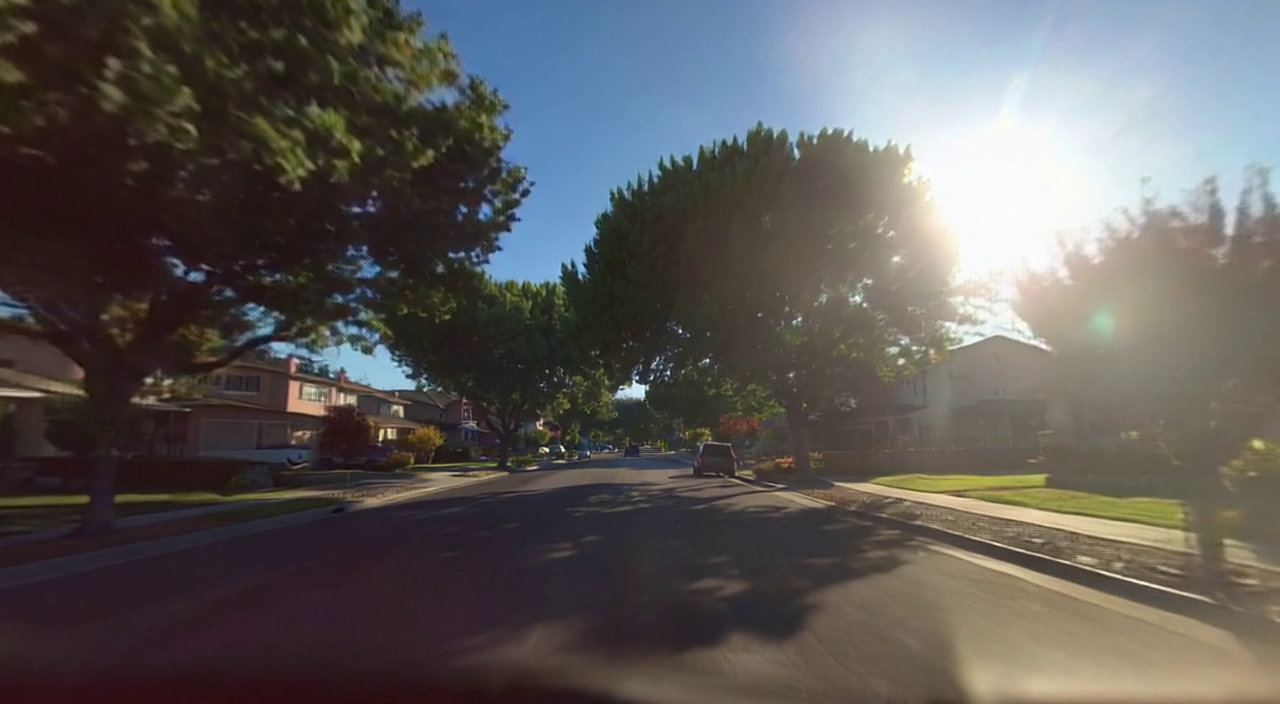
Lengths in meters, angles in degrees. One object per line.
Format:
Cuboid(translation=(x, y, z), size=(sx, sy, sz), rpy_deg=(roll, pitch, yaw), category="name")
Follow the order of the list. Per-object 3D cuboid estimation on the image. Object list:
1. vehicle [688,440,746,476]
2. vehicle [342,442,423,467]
Cuboid(translation=(3.630, 5.143, 30.847), size=(2.136, 1.596, 4.790), rpy_deg=(0, -9, -1), category="vehicle")
Cuboid(translation=(-17.261, 6.864, 42.577), size=(4.607, 1.573, 2.058), rpy_deg=(0, -8, -5), category="vehicle")
